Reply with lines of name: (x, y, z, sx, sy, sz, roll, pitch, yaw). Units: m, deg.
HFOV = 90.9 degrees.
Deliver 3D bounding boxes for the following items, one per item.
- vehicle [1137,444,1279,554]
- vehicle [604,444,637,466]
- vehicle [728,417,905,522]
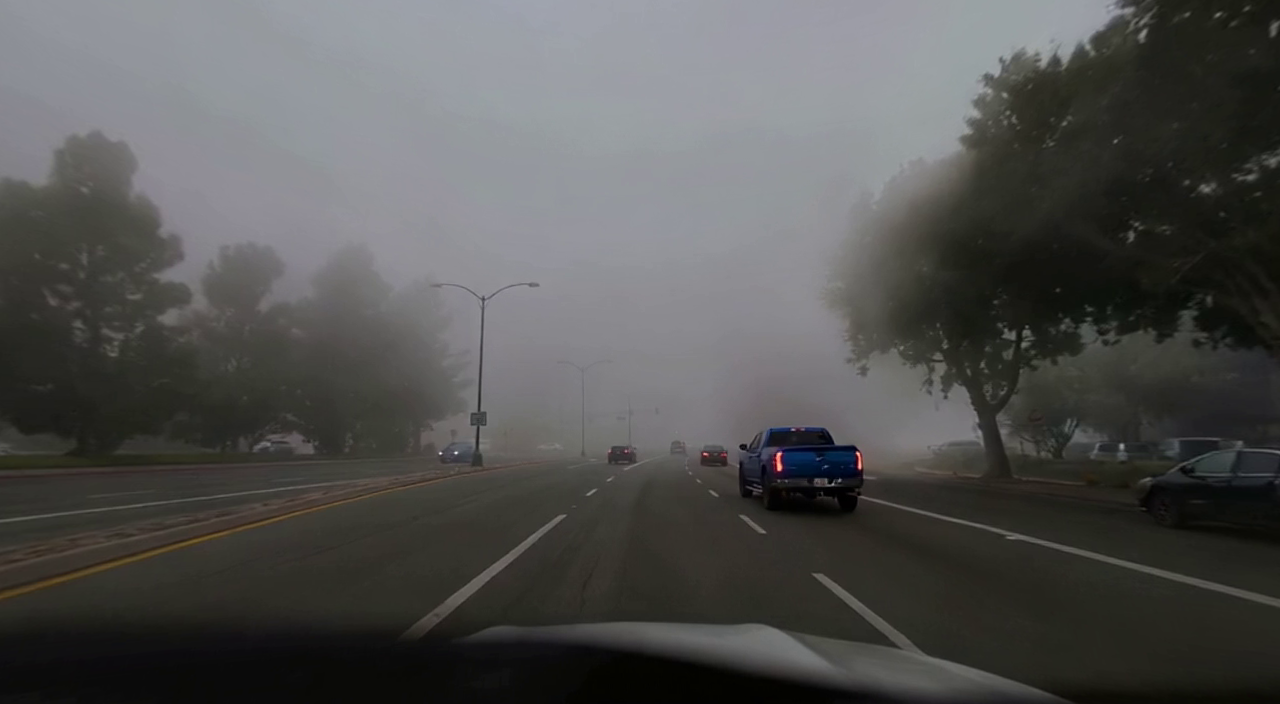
vehicle: (9.862, 2.103, 8.988, 1.963, 1.513, 4.600, 1, -8, 3)
vehicle: (-1.406, 7.702, 47.389, 1.958, 1.542, 4.175, -1, -9, 5)
vehicle: (3.441, 2.451, 13.769, 2.333, 1.777, 5.713, 0, -8, 2)
